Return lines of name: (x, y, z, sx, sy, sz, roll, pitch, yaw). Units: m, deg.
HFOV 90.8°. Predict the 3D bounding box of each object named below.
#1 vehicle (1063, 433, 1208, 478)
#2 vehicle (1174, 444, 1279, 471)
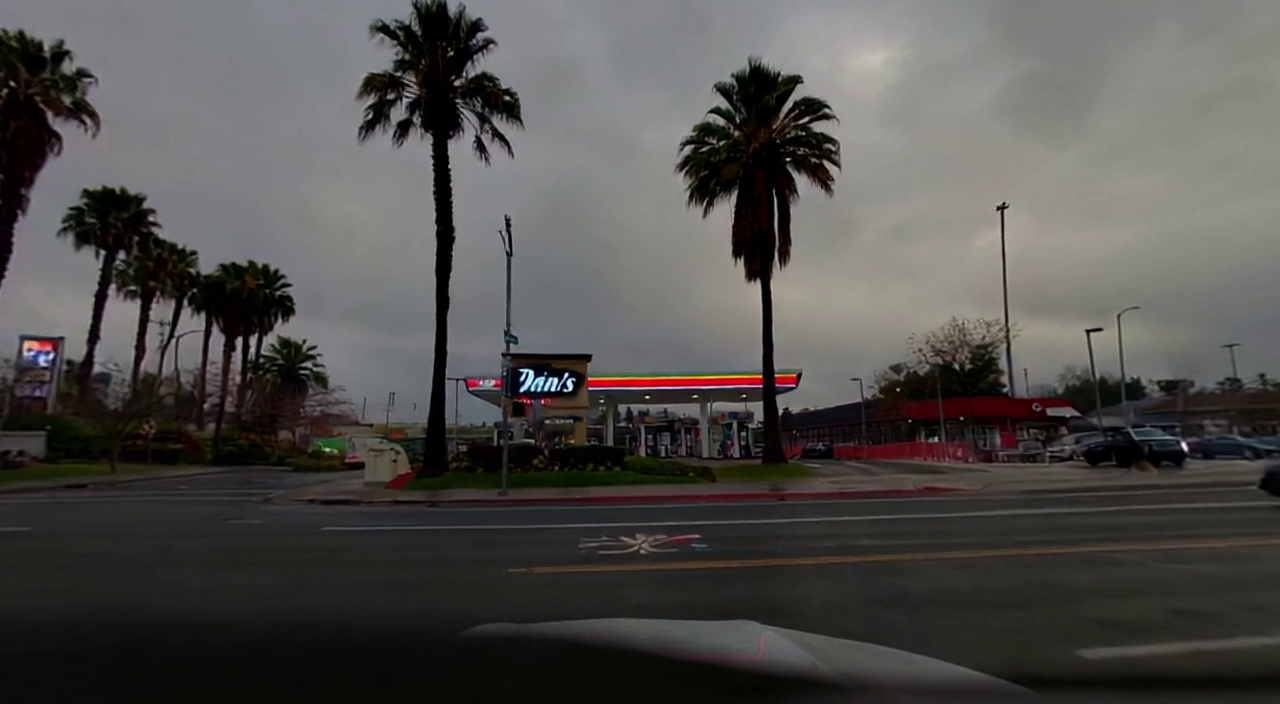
vehicle: (22.350, 4.646, 28.620, 4.880, 1.754, 2.202, 0, -5, -6)
vehicle: (34.300, 6.119, 36.921, 1.805, 1.466, 4.641, 1, -9, -6)
